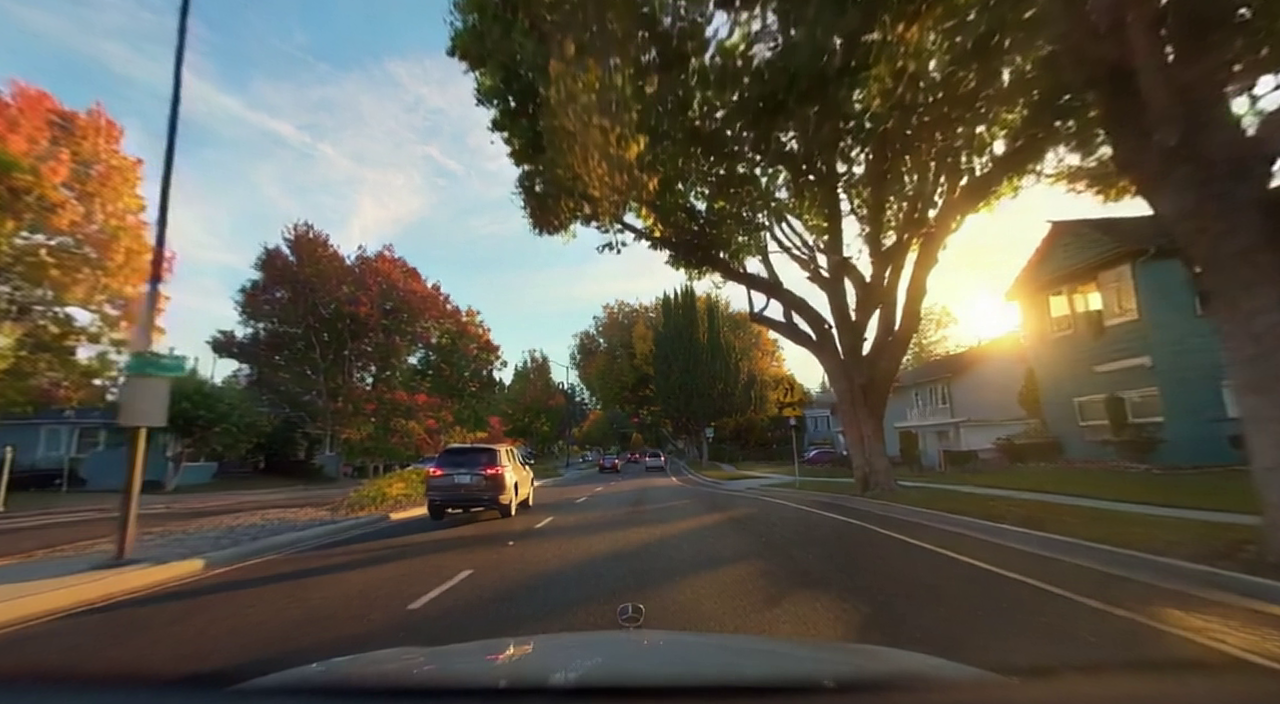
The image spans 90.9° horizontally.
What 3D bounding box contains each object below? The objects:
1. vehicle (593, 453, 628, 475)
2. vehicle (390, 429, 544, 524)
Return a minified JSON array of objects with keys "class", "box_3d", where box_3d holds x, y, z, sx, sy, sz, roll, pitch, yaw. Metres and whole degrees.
[{"class":"vehicle","box_3d":[-2.090,8.169,46.202,2.119,1.494,4.624,0,-9,3]},{"class":"vehicle","box_3d":[-3.588,2.674,14.034,2.073,1.770,4.302,0,-9,2]}]
